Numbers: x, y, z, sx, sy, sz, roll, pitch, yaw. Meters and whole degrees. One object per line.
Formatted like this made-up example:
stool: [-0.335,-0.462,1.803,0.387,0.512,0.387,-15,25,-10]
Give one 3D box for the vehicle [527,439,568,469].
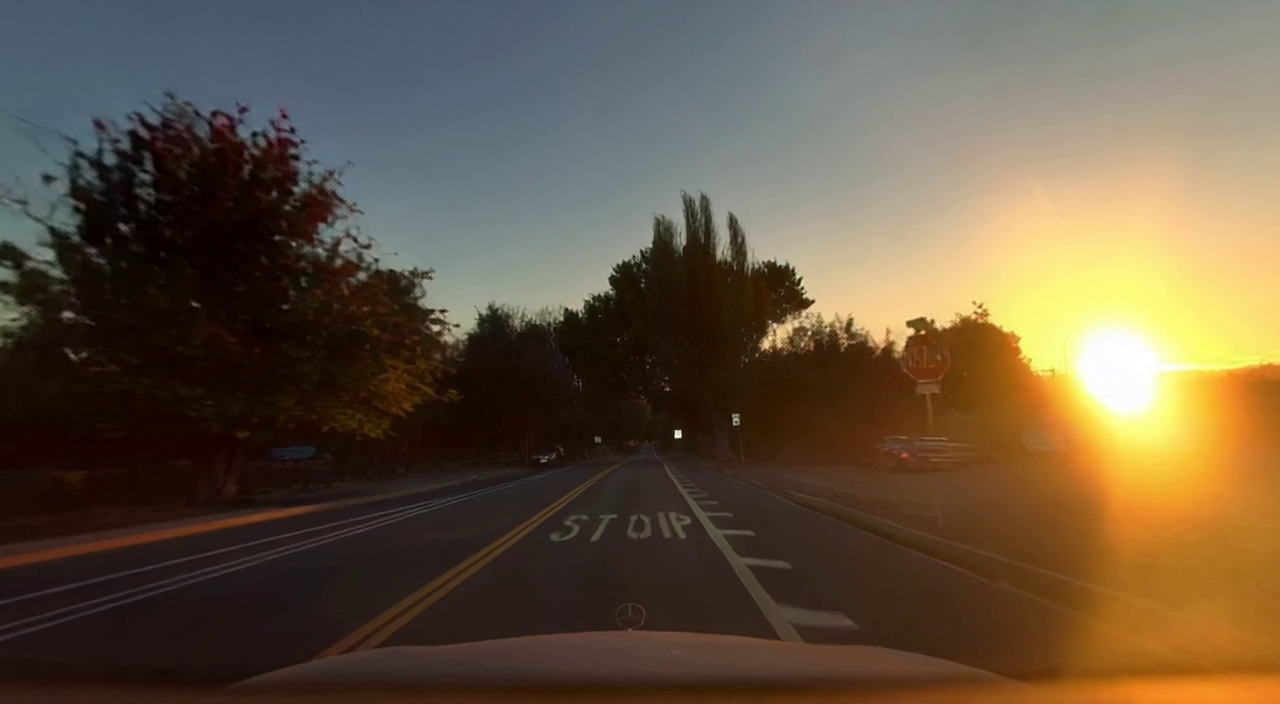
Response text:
vehicle: [-6.068,6.830,41.986,1.992,1.797,4.372,-2,-10,1]
